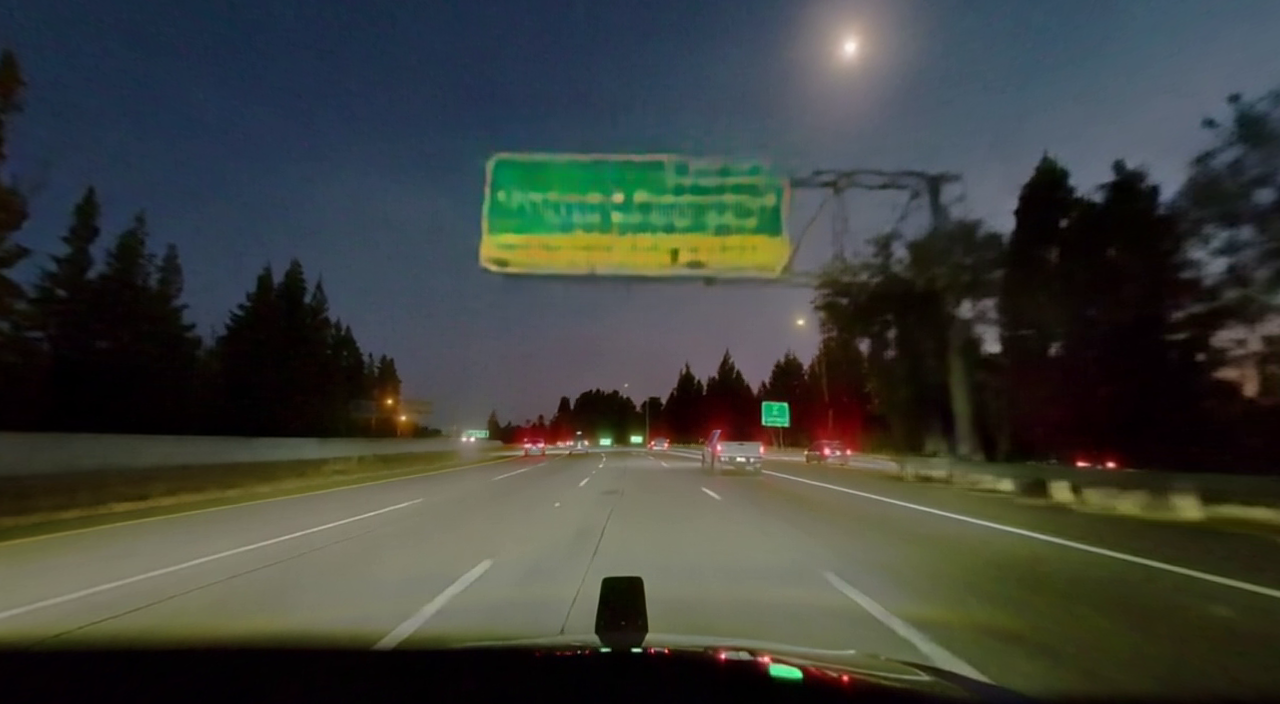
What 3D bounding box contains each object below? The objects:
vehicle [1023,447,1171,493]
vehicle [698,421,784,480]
[{"bbox_3d":[18.011,4.628,25.248,2.033,1.580,4.752,1,-8,-6],"label":"vehicle"},{"bbox_3d":[3.297,3.342,21.609,2.043,1.795,4.347,0,-8,-2],"label":"vehicle"}]
